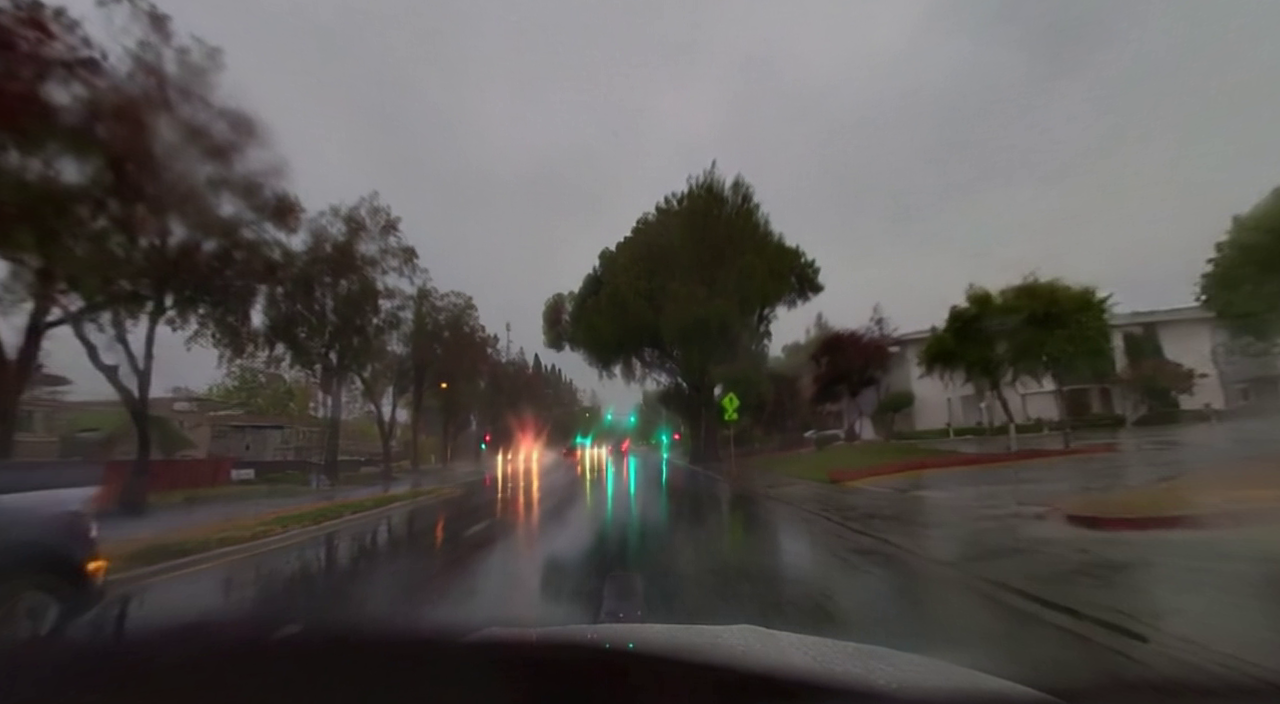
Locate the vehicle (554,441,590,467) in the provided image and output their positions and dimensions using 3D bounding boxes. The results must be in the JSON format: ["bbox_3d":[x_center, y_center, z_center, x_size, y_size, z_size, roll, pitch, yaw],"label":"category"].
[{"bbox_3d":[-4.833,7.269,45.244,2.065,1.714,4.272,0,-8,0],"label":"vehicle"}]
